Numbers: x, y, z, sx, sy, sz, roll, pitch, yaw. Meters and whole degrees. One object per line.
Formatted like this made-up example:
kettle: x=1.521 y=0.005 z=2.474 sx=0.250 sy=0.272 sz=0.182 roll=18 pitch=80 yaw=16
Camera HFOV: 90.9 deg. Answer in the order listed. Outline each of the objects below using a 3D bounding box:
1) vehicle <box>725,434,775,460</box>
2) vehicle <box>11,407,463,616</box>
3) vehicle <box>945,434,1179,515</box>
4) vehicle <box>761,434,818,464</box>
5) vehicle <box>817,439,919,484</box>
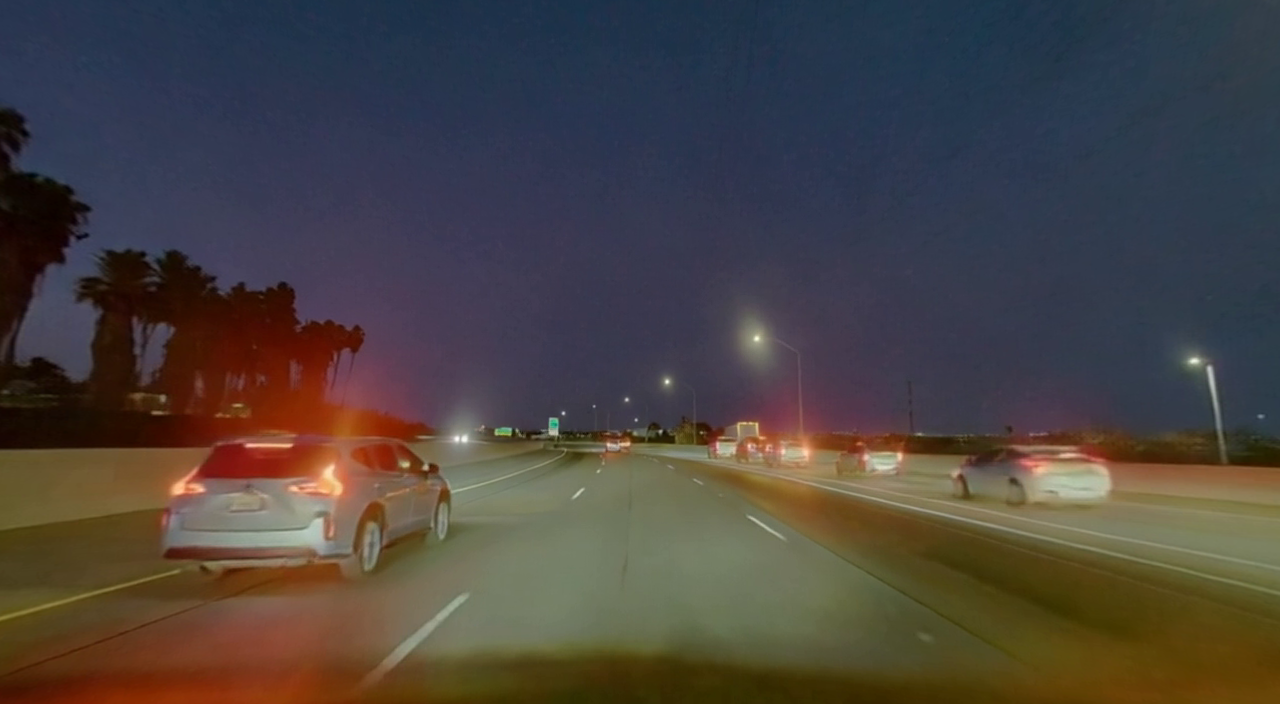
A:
vehicle: x=7.598 y=6.664 z=44.350 sx=2.345 sy=1.637 sz=5.558 roll=0 pitch=-8 yaw=-2
vehicle: x=-3.609 y=1.495 z=6.858 sx=2.109 sy=1.536 sz=4.174 roll=0 pitch=-8 yaw=0
vehicle: x=8.860 y=2.589 z=13.903 sx=1.922 sy=1.456 sz=4.626 roll=0 pitch=-8 yaw=-1
vehicle: x=8.370 y=5.482 z=35.785 sx=1.957 sy=1.584 sz=4.272 roll=0 pitch=-8 yaw=-4
vehicle: x=8.300 y=4.008 z=23.444 sx=1.984 sy=1.477 sz=4.385 roll=0 pitch=-8 yaw=-2
